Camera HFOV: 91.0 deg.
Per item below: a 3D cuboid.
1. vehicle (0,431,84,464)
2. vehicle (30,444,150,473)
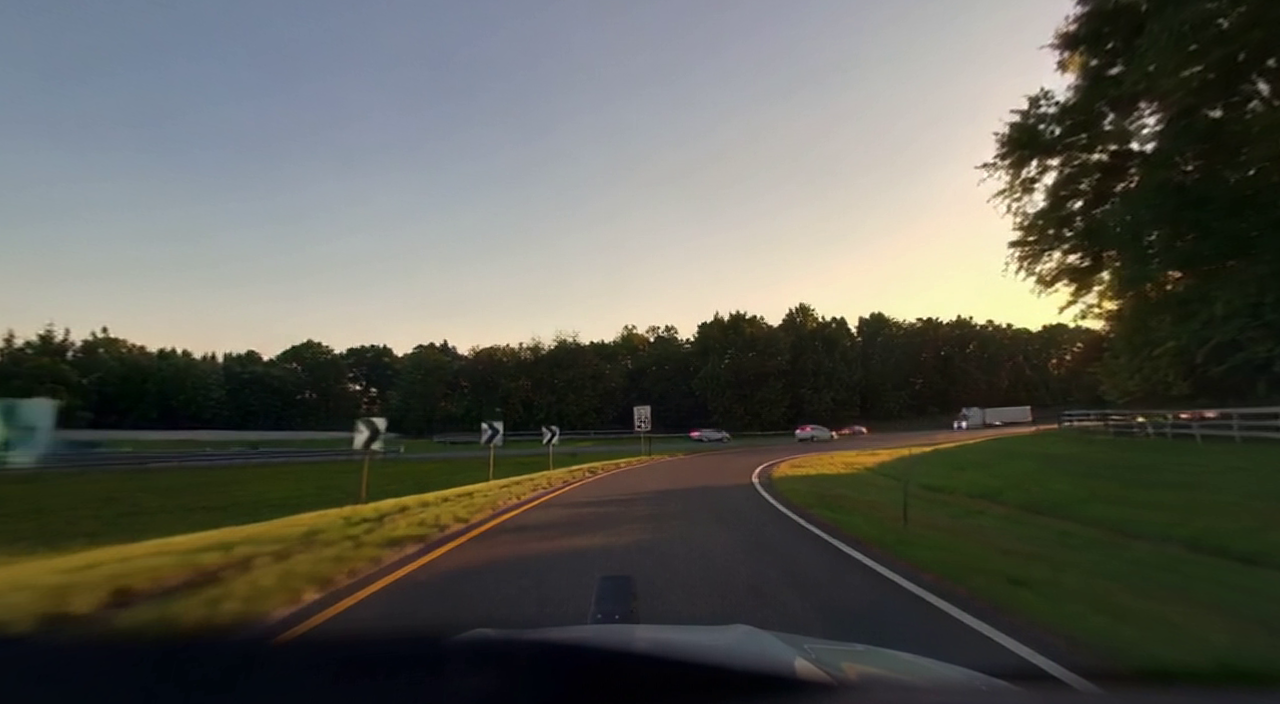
[{"bbox_3d":[-46.816,7.373,48.613,5.125,2.397,2.446,4,-9,-27],"label":"vehicle"},{"bbox_3d":[-32.241,6.245,37.119,4.843,1.579,2.135,3,-9,-26],"label":"vehicle"}]
